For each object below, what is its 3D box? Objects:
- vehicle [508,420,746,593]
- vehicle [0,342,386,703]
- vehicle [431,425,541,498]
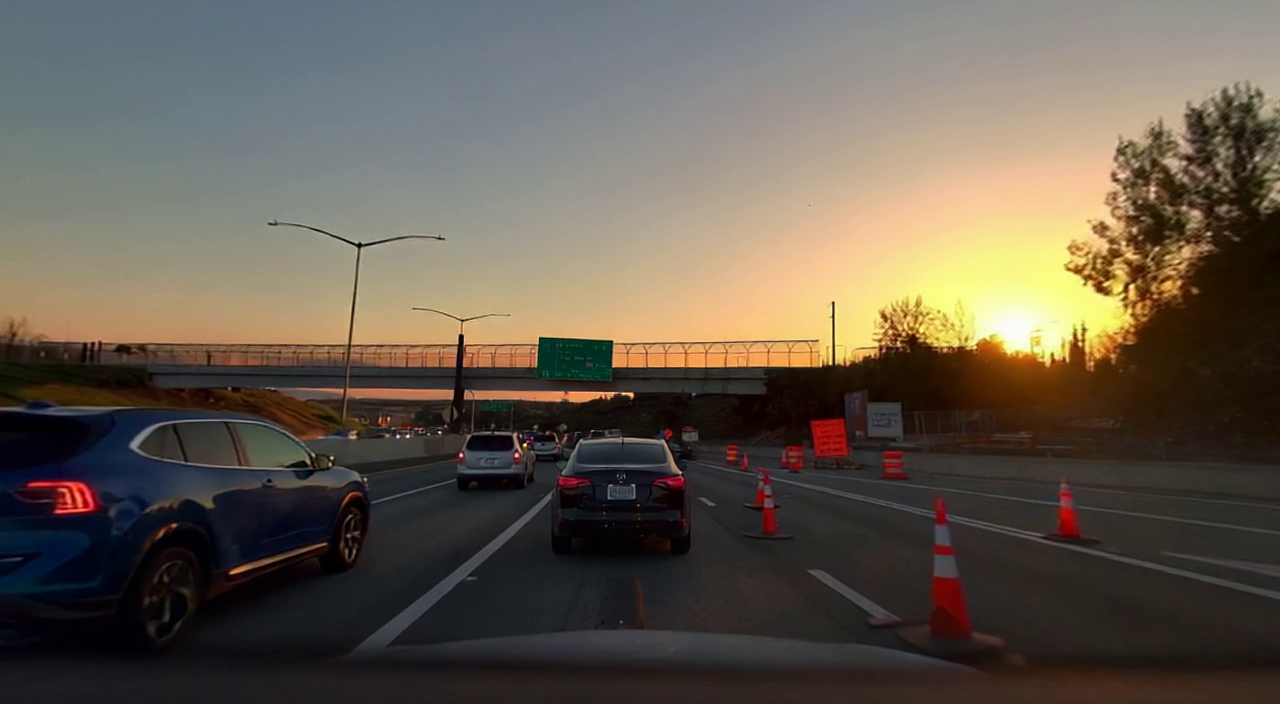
[{"bbox_3d":[-0.194,1.648,7.575,2.069,1.484,3.982,0,-9,-2],"label":"vehicle"},{"bbox_3d":[-3.667,1.103,4.563,2.025,1.708,4.089,0,-9,-2],"label":"vehicle"},{"bbox_3d":[-3.975,2.904,17.091,1.982,1.727,4.057,0,-9,-1],"label":"vehicle"}]
